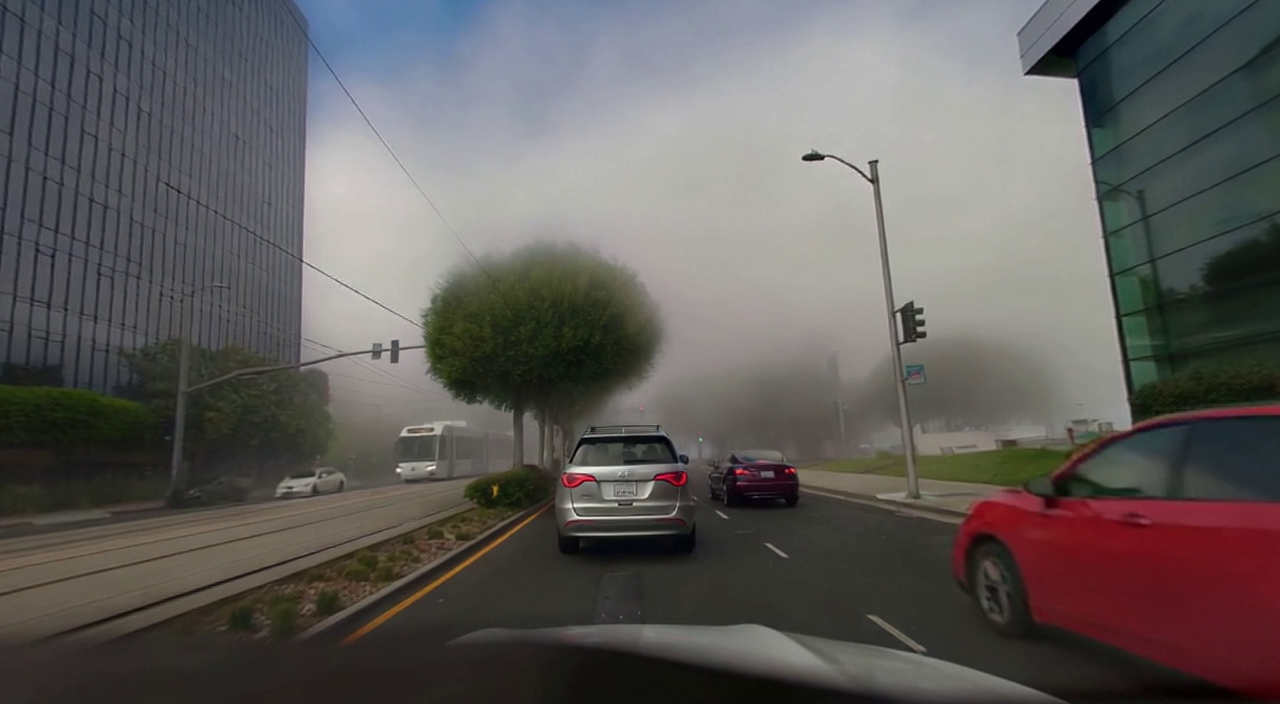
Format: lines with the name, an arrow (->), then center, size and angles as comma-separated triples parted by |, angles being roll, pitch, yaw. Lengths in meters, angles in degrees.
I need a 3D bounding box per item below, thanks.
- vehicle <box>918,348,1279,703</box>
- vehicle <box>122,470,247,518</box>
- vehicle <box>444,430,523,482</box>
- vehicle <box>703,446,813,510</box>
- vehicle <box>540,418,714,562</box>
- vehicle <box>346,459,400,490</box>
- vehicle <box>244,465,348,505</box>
vehicle -> 3.538, 0.968, 3.281 | 2.029, 1.717, 4.624 | 0, -9, 0
vehicle -> -19.249, 5.986, 27.036 | 2.066, 1.700, 4.536 | 0, -9, -2
vehicle -> -11.107, 7.507, 46.183 | 3.053, 3.359, 10.539 | 0, -9, 0
vehicle -> 2.990, 3.296, 17.057 | 1.993, 1.480, 4.324 | 0, -9, -2
vehicle -> -0.245, 2.051, 10.140 | 2.178, 1.779, 4.255 | 0, -9, -2
vehicle -> -19.189, 8.794, 45.653 | 1.933, 1.919, 4.913 | 0, -9, -3
vehicle -> -15.153, 5.858, 28.190 | 2.077, 1.458, 4.718 | 0, -9, -1
